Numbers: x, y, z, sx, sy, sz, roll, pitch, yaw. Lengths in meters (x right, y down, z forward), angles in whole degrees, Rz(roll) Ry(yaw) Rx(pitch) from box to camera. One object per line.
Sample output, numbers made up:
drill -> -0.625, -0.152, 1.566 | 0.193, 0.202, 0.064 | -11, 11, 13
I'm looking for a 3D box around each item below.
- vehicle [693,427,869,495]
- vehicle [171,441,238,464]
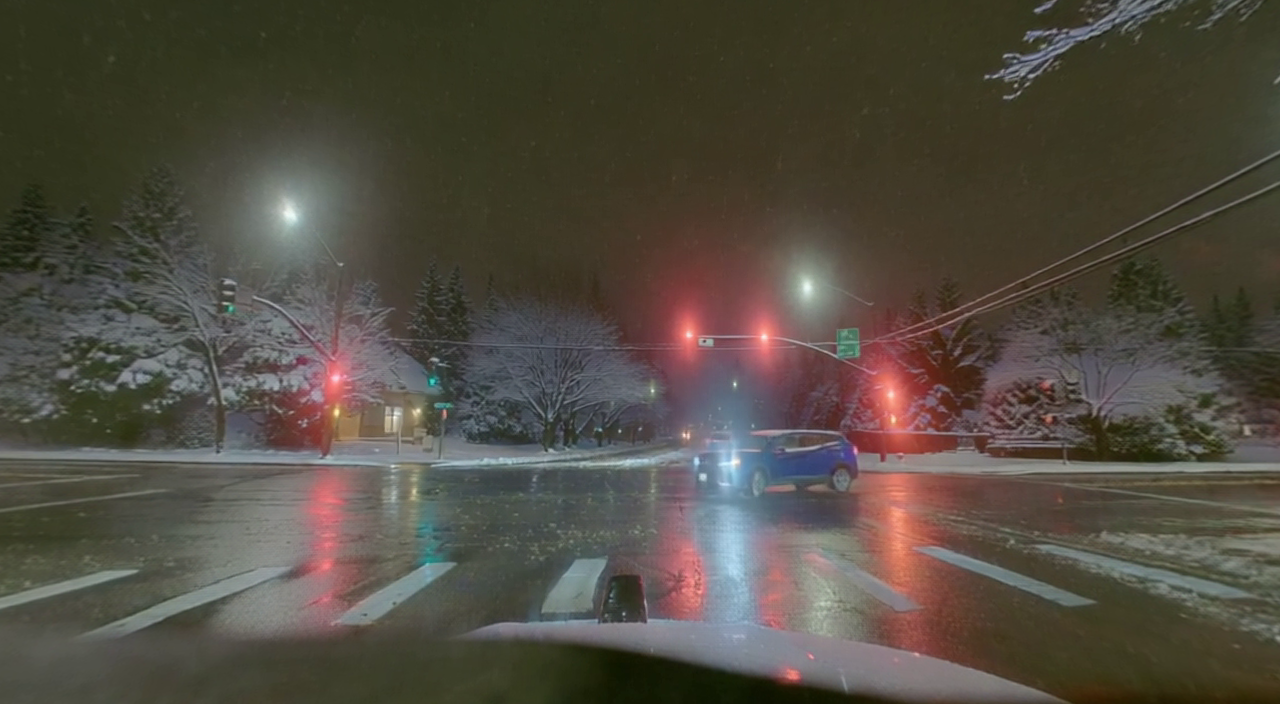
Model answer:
vehicle -> 4.086, 3.119, 18.357 | 4.580, 1.768, 2.134 | 3, -9, -22
vehicle -> -29.108, 6.697, 42.047 | 1.696, 1.431, 3.686 | 0, -8, 3
